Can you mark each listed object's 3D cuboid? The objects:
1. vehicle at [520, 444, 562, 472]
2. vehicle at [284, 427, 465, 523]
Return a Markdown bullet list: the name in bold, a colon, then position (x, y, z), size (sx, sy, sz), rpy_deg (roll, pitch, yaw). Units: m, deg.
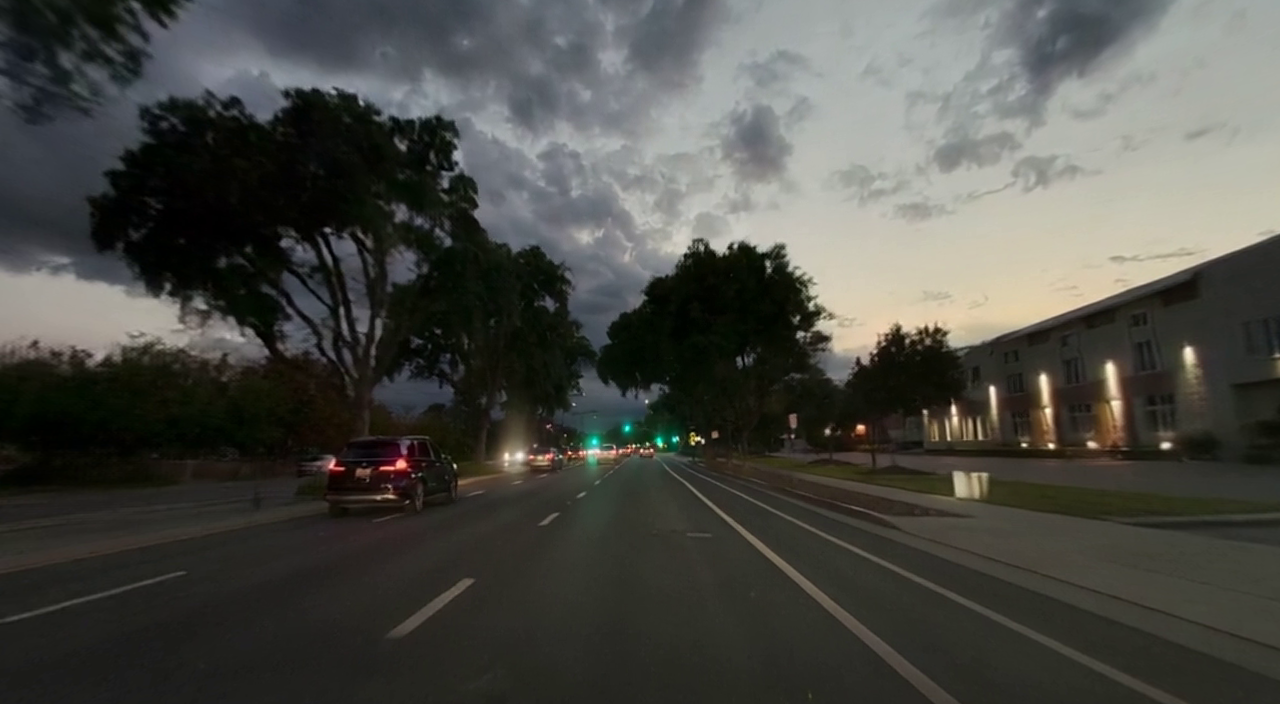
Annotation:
- **vehicle**: position (-6.351, 6.877, 41.045), size (1.985, 1.708, 4.310), rpy_deg (0, -9, 1)
- **vehicle**: position (-5.521, 2.601, 13.869), size (2.123, 1.761, 4.322), rpy_deg (0, -9, -1)
